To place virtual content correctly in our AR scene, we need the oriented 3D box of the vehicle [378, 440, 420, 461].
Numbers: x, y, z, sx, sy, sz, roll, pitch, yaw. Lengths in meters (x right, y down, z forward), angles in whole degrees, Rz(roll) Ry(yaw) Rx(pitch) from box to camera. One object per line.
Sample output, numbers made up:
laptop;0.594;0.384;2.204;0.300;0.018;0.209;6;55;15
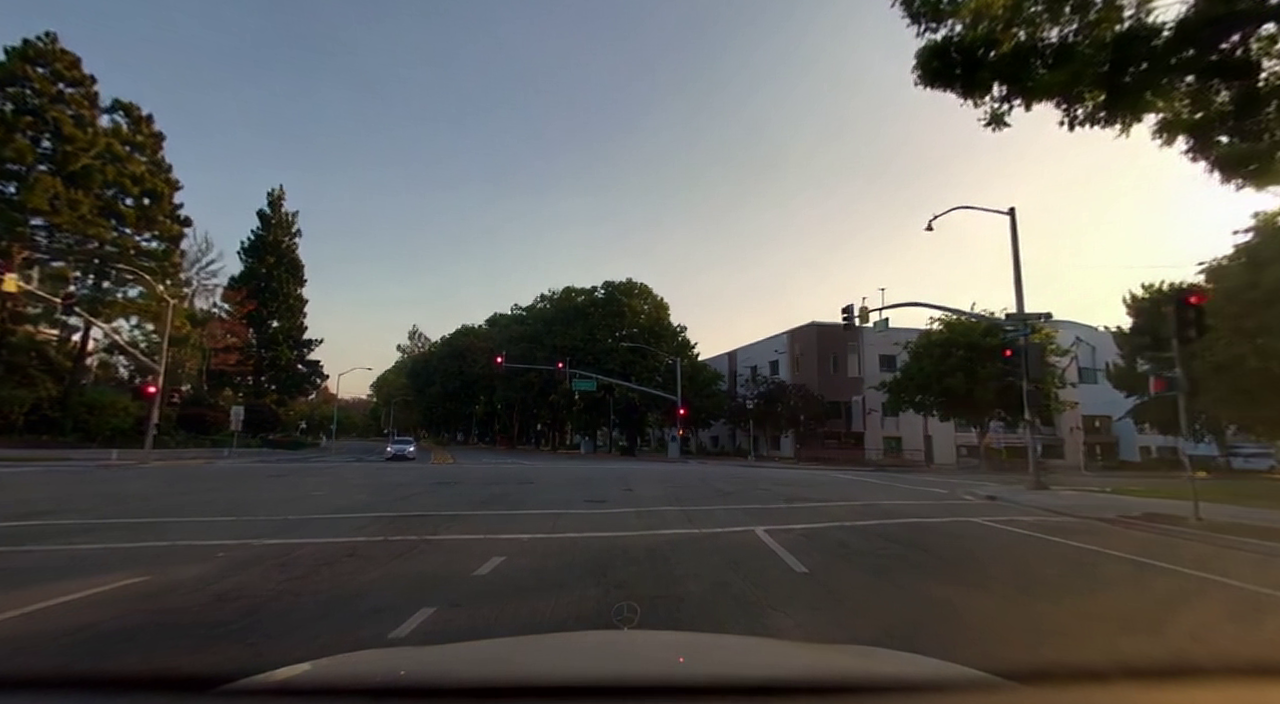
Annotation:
vehicle;-17.420;7.137;45.868;1.969;1.464;4.485;1;-9;-10
